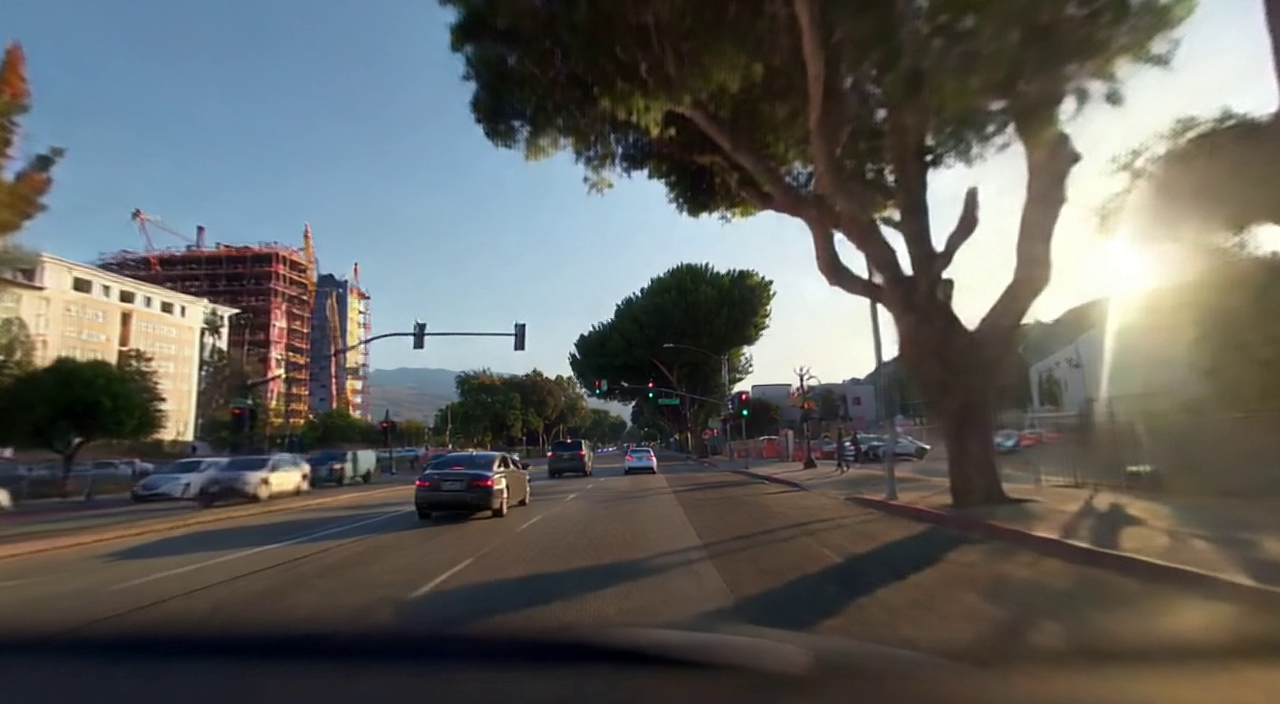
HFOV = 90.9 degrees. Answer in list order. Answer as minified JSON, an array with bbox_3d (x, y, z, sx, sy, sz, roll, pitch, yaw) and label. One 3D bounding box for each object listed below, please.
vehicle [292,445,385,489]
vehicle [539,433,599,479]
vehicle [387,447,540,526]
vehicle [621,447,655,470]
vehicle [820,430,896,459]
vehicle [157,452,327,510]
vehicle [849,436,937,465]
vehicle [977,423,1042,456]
[{"bbox_3d":[-15.383,5.851,32.569,2.270,1.978,5.032,-2,-9,1],"label":"vehicle"},{"bbox_3d":[-3.322,4.995,30.534,2.240,2.054,4.662,0,-9,2],"label":"vehicle"},{"bbox_3d":[-3.563,2.791,13.748,1.959,1.406,4.527,0,-9,1],"label":"vehicle"},{"bbox_3d":[-0.092,7.104,42.219,2.171,1.422,4.146,0,-9,1],"label":"vehicle"},{"bbox_3d":[12.171,5.176,35.245,3.500,1.563,1.871,2,-9,-19],"label":"vehicle"},{"bbox_3d":[-11.996,3.886,19.496,2.050,1.498,4.703,-1,-9,3],"label":"vehicle"},{"bbox_3d":[13.441,5.218,33.546,4.061,1.465,1.803,2,-8,-17],"label":"vehicle"},{"bbox_3d":[23.653,5.610,40.247,2.304,1.936,5.023,-9,-12,43],"label":"vehicle"}]
